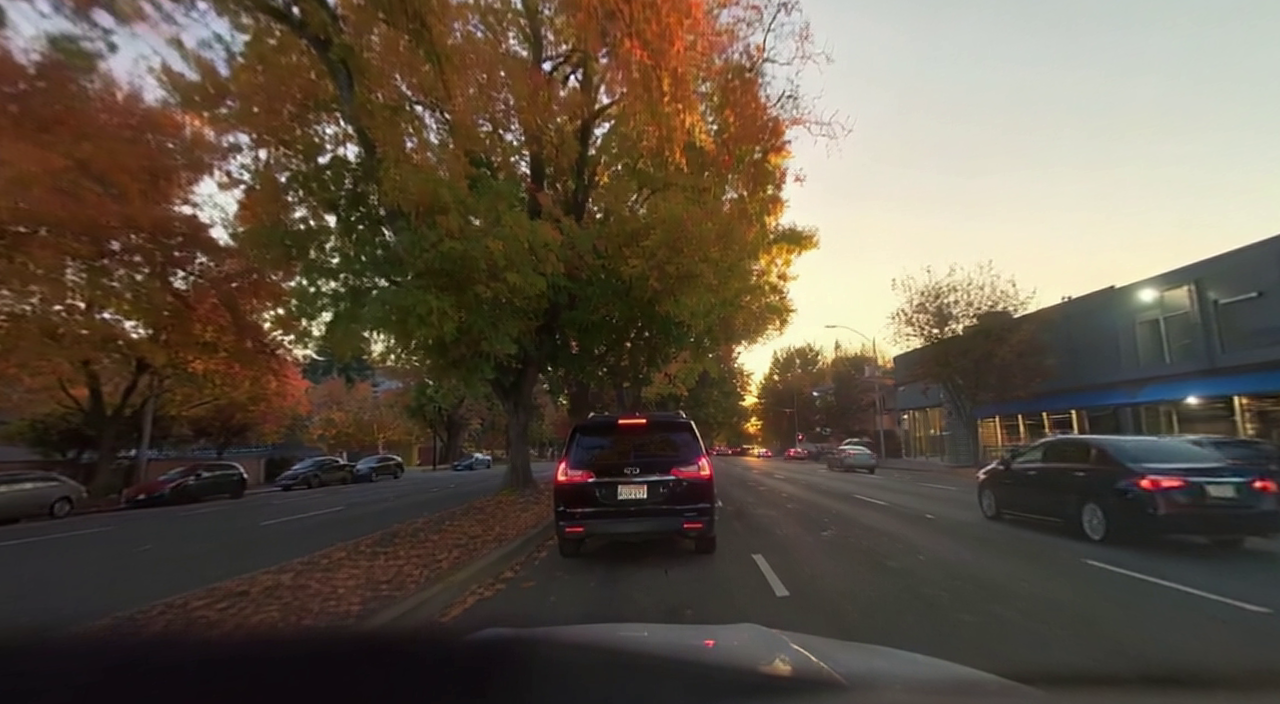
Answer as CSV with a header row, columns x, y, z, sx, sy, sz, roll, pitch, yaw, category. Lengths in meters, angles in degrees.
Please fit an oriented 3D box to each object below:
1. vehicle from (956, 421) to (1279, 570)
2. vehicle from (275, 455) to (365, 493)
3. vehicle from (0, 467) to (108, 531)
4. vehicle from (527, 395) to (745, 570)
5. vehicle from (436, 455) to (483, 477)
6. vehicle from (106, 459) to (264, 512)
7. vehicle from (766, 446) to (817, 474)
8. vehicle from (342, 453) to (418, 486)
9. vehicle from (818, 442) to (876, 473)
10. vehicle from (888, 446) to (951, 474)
x,y,z,sx,sy,sz,roll,pitch,yaw,category
6.674,1.851,9.059,1.928,1.529,4.917,-1,-8,3,vehicle
-14.666,5.579,29.177,1.947,1.558,4.065,0,-8,2,vehicle
-15.491,3.481,14.955,1.797,1.351,4.300,-1,-8,5,vehicle
0.090,1.744,9.186,2.344,1.863,4.665,-1,-8,4,vehicle
-13.475,8.491,47.328,1.995,1.466,4.580,0,-8,2,vehicle
-14.954,4.369,21.110,1.877,1.445,4.436,0,-8,2,vehicle
8.394,5.977,35.195,1.886,1.464,4.290,0,-8,2,vehicle
-14.185,6.404,34.775,1.921,1.621,4.930,-1,-8,3,vehicle
12.330,6.305,37.860,2.040,1.738,4.414,0,-8,1,vehicle
15.382,5.965,34.938,1.916,1.452,3.811,0,-9,4,vehicle
